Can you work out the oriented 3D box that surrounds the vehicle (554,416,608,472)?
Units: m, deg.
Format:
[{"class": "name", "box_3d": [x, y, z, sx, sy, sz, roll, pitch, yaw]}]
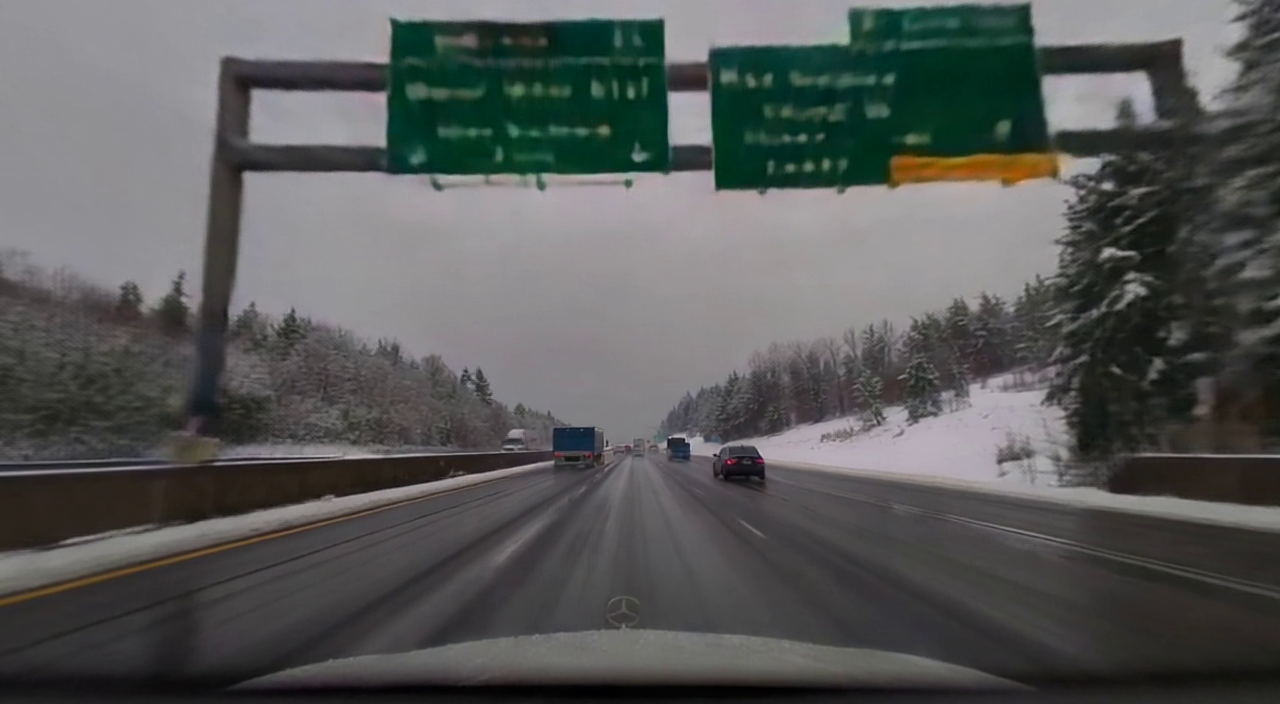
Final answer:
[{"class": "vehicle", "box_3d": [-3.617, 5.898, 40.222, 2.667, 3.195, 6.731, 0, -9, 1]}]

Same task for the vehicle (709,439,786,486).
[{"class": "vehicle", "box_3d": [3.765, 3.962, 22.827, 1.983, 1.545, 4.038, 0, -9, -1]}]

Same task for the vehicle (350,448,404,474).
[{"class": "vehicle", "box_3d": [-19.264, 7.983, 46.379, 1.935, 1.800, 4.470, 0, -9, 0]}]
